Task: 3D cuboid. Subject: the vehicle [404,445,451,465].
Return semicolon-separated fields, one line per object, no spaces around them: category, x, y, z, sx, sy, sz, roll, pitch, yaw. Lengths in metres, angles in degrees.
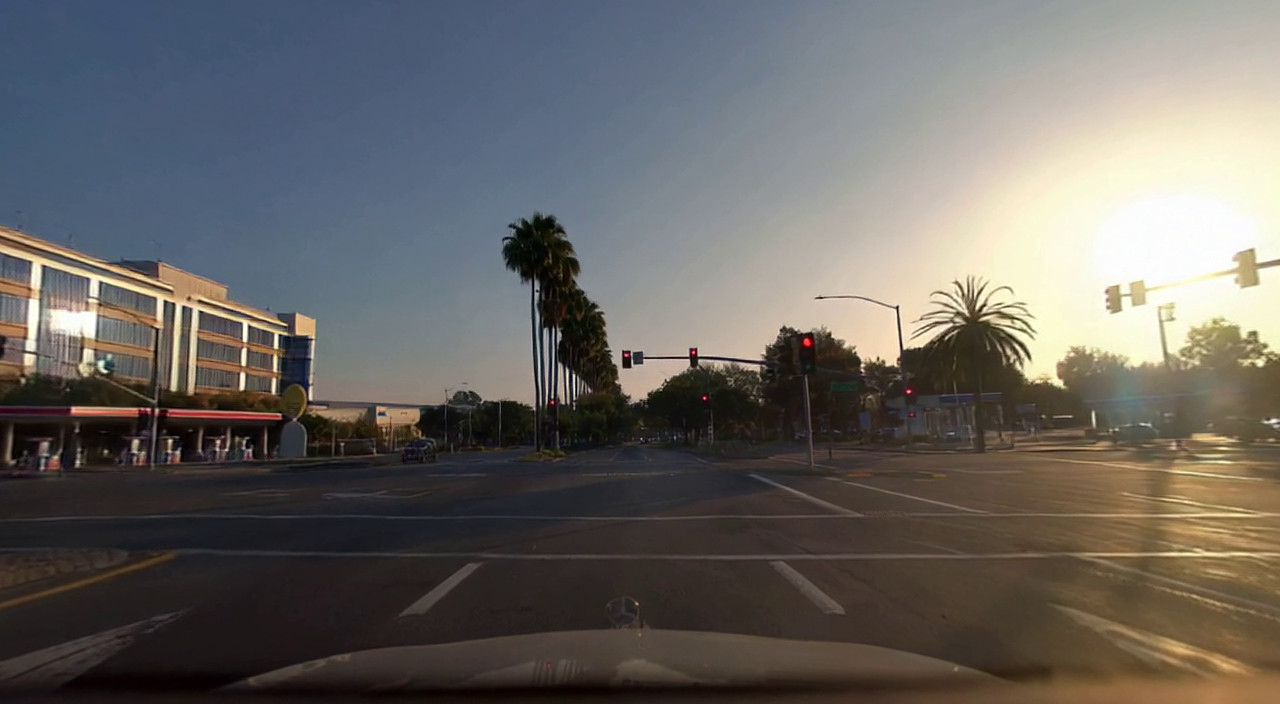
vehicle;-16.380;7.966;48.853;2.033;1.467;4.504;0;-8;1
